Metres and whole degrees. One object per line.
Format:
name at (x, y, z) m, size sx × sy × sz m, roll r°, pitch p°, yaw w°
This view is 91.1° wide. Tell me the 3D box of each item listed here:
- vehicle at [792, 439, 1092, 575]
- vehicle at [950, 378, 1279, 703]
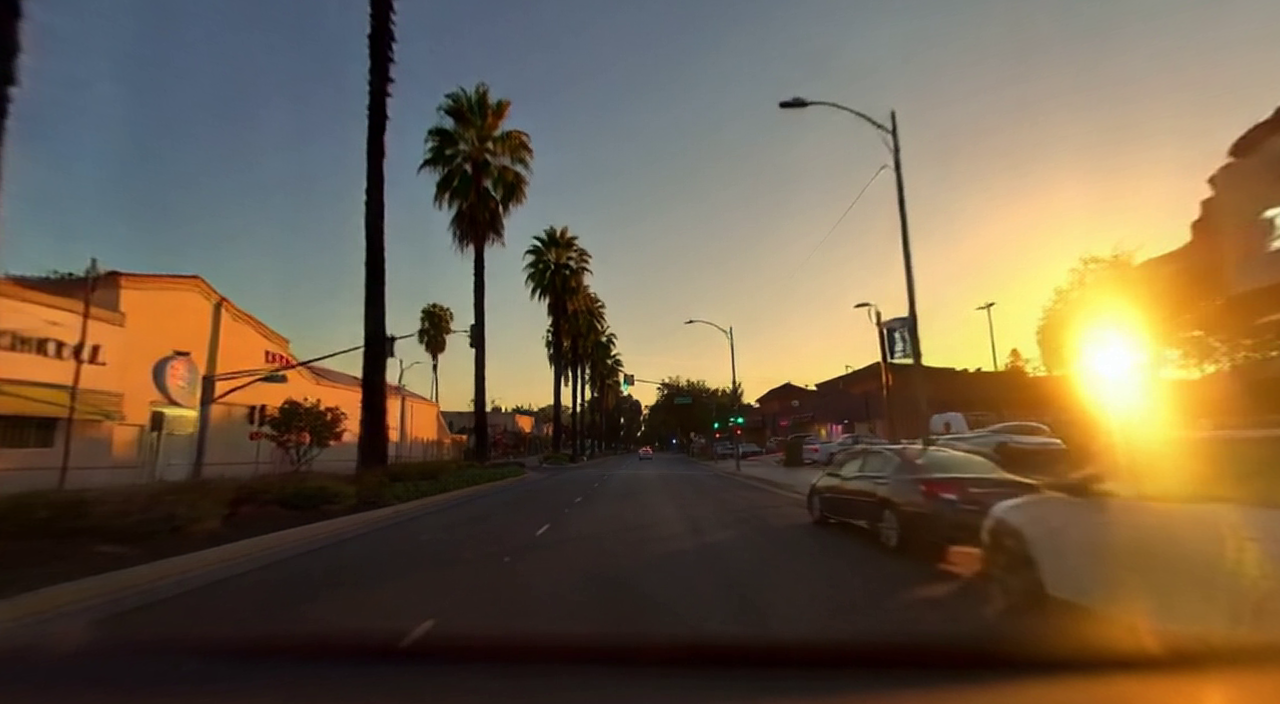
vehicle at (4.031, 2.093, 9.535) m, size 2.047 × 1.491 × 4.634 m, roll 1°, pitch -7°, yaw -3°
vehicle at (4.027, 1.056, 3.481) m, size 2.089 × 1.652 × 4.668 m, roll 1°, pitch -9°, yaw -2°
